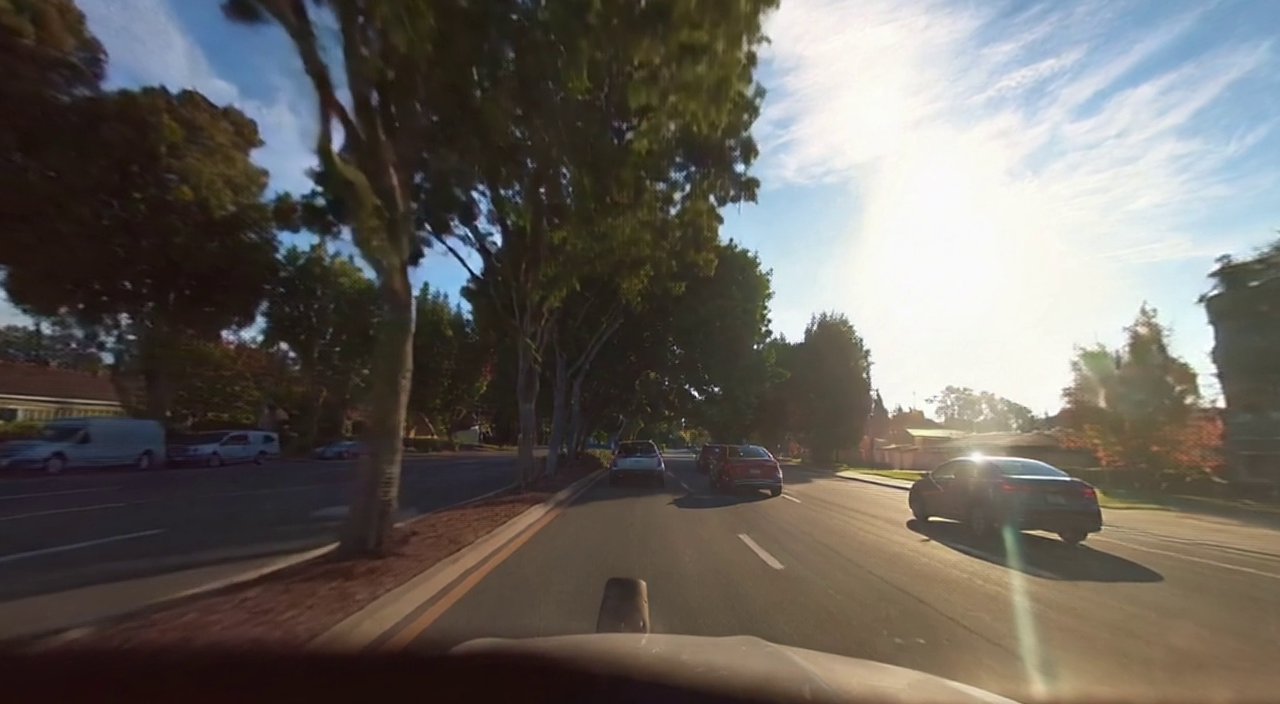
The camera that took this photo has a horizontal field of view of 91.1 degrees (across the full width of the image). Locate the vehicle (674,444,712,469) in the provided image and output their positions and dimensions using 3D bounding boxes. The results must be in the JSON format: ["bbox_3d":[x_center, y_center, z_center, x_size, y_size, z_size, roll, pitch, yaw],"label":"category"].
[{"bbox_3d":[3.369,6.735,40.692,2.012,1.462,4.163,0,-8,-1],"label":"vehicle"}]

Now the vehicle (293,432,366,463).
[{"bbox_3d":[-19.013,5.891,38.723,1.903,1.768,4.985,0,-8,0],"label":"vehicle"}]

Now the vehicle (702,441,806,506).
[{"bbox_3d":[2.899,3.166,16.902,1.932,1.510,4.168,0,-8,-1],"label":"vehicle"}]

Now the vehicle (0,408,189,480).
[{"bbox_3d":[-18.906,3.114,21.238,2.226,2.019,6.809,0,-8,0],"label":"vehicle"}]

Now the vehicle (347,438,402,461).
[{"bbox_3d":[-18.854,6.949,44.845,1.851,1.477,4.891,0,-8,0],"label":"vehicle"}]

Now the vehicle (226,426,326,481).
[{"bbox_3d":[-12.332,3.460,21.603,2.161,1.642,4.587,3,-9,-20],"label":"vehicle"}]

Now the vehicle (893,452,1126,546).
[{"bbox_3d":[6.898,2.747,12.420,1.944,1.458,4.268,0,-8,-1],"label":"vehicle"}]

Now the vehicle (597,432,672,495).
[{"bbox_3d":[-0.150,3.351,19.188,2.008,1.674,4.239,0,-8,0],"label":"vehicle"}]
